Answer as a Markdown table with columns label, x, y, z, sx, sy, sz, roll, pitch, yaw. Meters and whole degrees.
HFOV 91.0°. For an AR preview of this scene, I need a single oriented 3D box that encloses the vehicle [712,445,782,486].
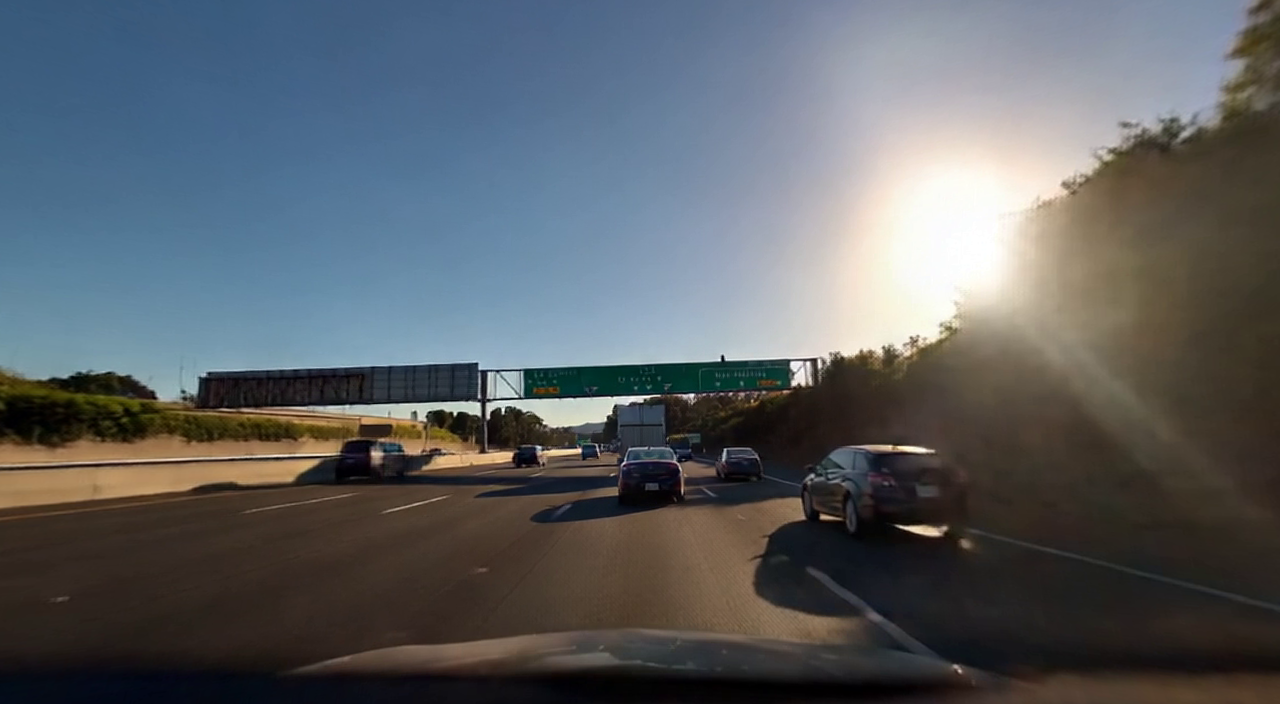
| label | x | y | z | sx | sy | sz | roll | pitch | yaw |
| --- | --- | --- | --- | --- | --- | --- | --- | --- | --- |
| vehicle | 4.223 | 4.562 | 25.699 | 2.002 | 1.499 | 4.710 | 0 | -9 | -1 |

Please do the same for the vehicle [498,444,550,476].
| label | x | y | z | sx | sy | sz | roll | pitch | yaw |
| --- | --- | --- | --- | --- | --- | --- | --- | --- | --- |
| vehicle | -6.214 | 5.821 | 34.219 | 2.014 | 1.587 | 4.265 | 0 | -9 | 0 |

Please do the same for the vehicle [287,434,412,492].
| label | x | y | z | sx | sy | sz | roll | pitch | yaw |
| --- | --- | --- | --- | --- | --- | --- | --- | --- | --- |
| vehicle | -10.016 | 3.857 | 22.262 | 1.978 | 1.821 | 4.975 | 0 | -9 | 1 |

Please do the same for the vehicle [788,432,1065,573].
| label | x | y | z | sx | sy | sz | roll | pitch | yaw |
| --- | --- | --- | --- | --- | --- | --- | --- | --- | --- |
| vehicle | 3.611 | 1.953 | 8.922 | 2.044 | 1.523 | 3.947 | 0 | -9 | 0 |

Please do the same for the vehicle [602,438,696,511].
| label | x | y | z | sx | sy | sz | roll | pitch | yaw |
| --- | --- | --- | --- | --- | --- | --- | --- | --- | --- |
| vehicle | 0.192 | 2.971 | 15.715 | 2.044 | 1.554 | 3.824 | 0 | -9 | 0 |
